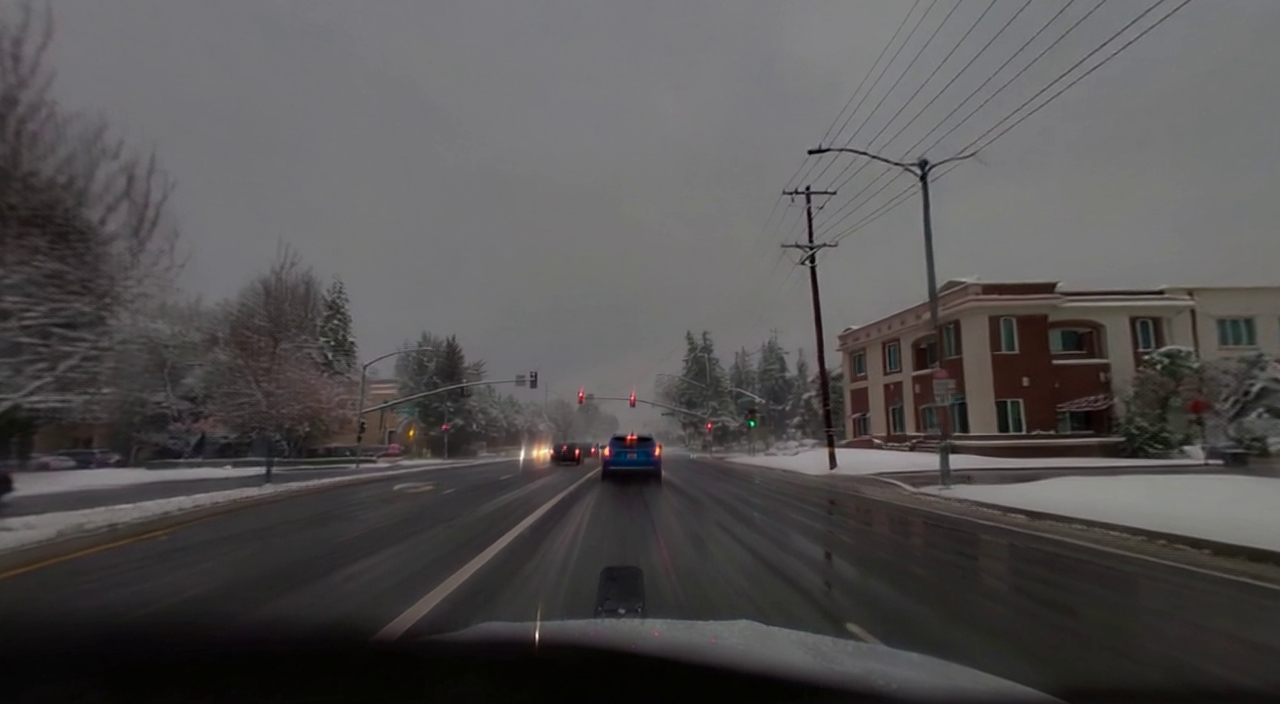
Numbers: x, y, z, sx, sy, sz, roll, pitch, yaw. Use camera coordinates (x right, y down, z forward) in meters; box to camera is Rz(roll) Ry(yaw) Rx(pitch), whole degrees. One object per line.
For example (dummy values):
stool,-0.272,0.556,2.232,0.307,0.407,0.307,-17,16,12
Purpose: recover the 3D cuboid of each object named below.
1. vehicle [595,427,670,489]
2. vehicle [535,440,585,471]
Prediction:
vehicle,-0.278,3.396,20.564,2.188,1.782,3.982,0,-8,-1
vehicle,-4.115,5.410,33.187,2.075,1.474,4.367,0,-8,-1
